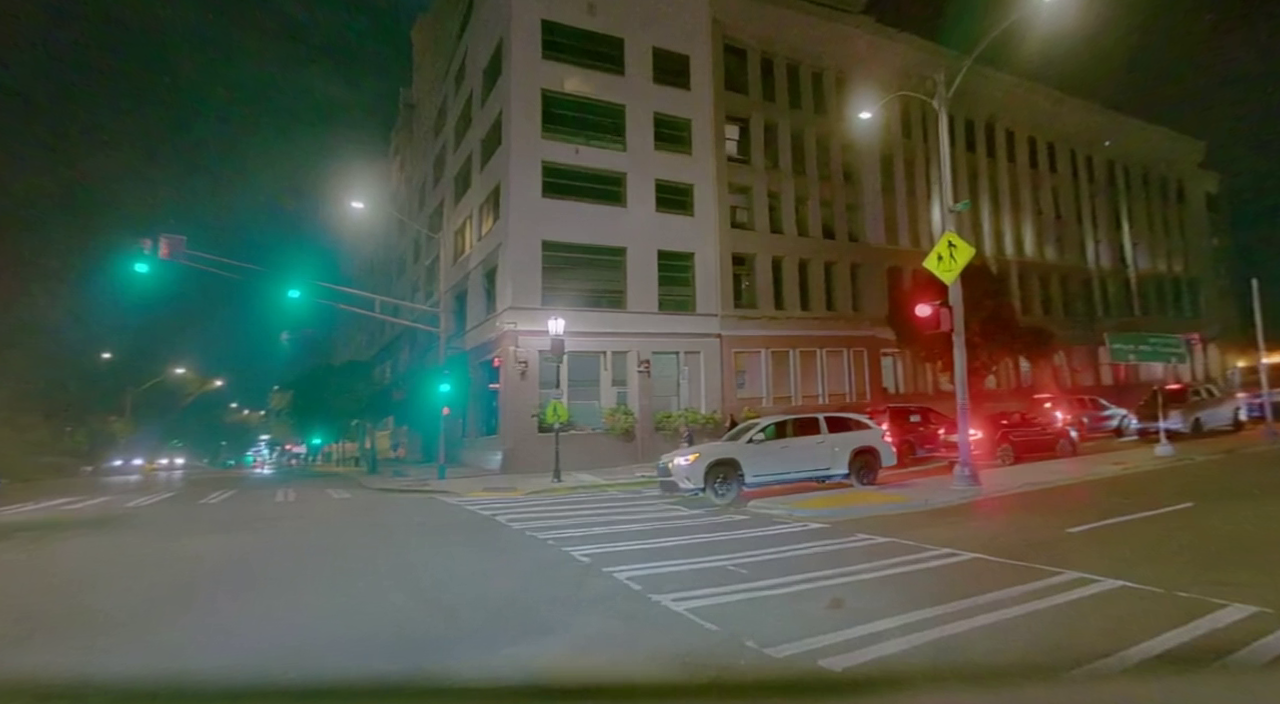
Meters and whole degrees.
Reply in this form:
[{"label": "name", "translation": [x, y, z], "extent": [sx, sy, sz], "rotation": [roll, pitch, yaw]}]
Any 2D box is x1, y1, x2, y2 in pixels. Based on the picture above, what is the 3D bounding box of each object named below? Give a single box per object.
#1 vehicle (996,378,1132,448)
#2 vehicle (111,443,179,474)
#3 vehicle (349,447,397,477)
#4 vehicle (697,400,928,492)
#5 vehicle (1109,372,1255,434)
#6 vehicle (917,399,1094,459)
[{"label": "vehicle", "translation": [15.805, 2.316, 23.498], "extent": [4.615, 1.819, 2.109], "rotation": [12, -10, -24]}, {"label": "vehicle", "translation": [-26.876, 5.792, 34.454], "extent": [2.072, 1.557, 4.324], "rotation": [5, -10, -28]}, {"label": "vehicle", "translation": [-14.043, 5.728, 33.117], "extent": [2.037, 1.489, 4.077], "rotation": [4, -10, -25]}, {"label": "vehicle", "translation": [3.929, 2.144, 14.401], "extent": [4.841, 1.798, 2.053], "rotation": [4, -10, -25]}, {"label": "vehicle", "translation": [18.871, 1.856, 22.009], "extent": [4.599, 1.855, 1.988], "rotation": [4, -10, -25]}, {"label": "vehicle", "translation": [10.144, 2.196, 17.512], "extent": [4.628, 1.488, 1.826], "rotation": [4, -10, -25]}]
